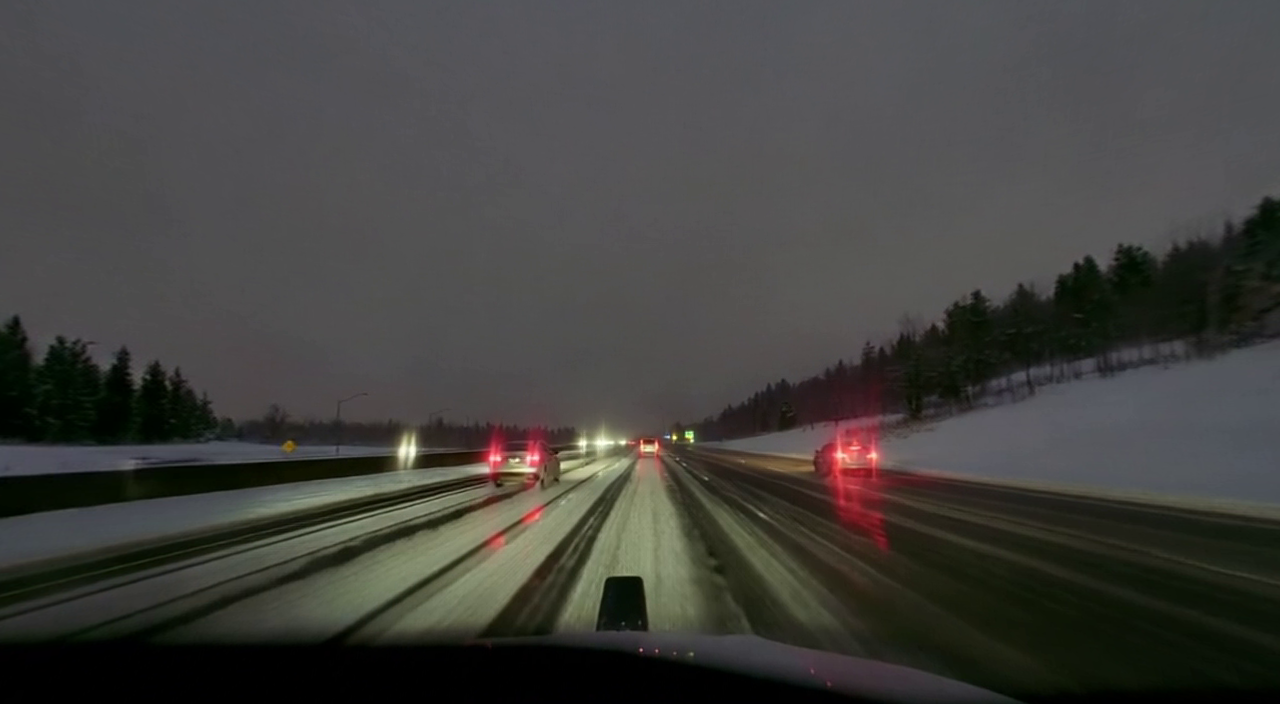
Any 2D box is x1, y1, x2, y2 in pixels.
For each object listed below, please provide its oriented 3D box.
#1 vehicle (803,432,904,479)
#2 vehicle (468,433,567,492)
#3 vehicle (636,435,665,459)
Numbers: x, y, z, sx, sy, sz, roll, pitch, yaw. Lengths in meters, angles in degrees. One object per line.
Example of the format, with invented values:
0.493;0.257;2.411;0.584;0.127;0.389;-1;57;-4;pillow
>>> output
7.544;3.698;22.756;1.870;1.493;5.015;0;-8;0;vehicle
-3.539;3.280;19.049;2.050;1.546;4.344;-1;-8;1;vehicle
0.758;7.090;46.966;2.063;1.698;4.355;0;-8;0;vehicle
